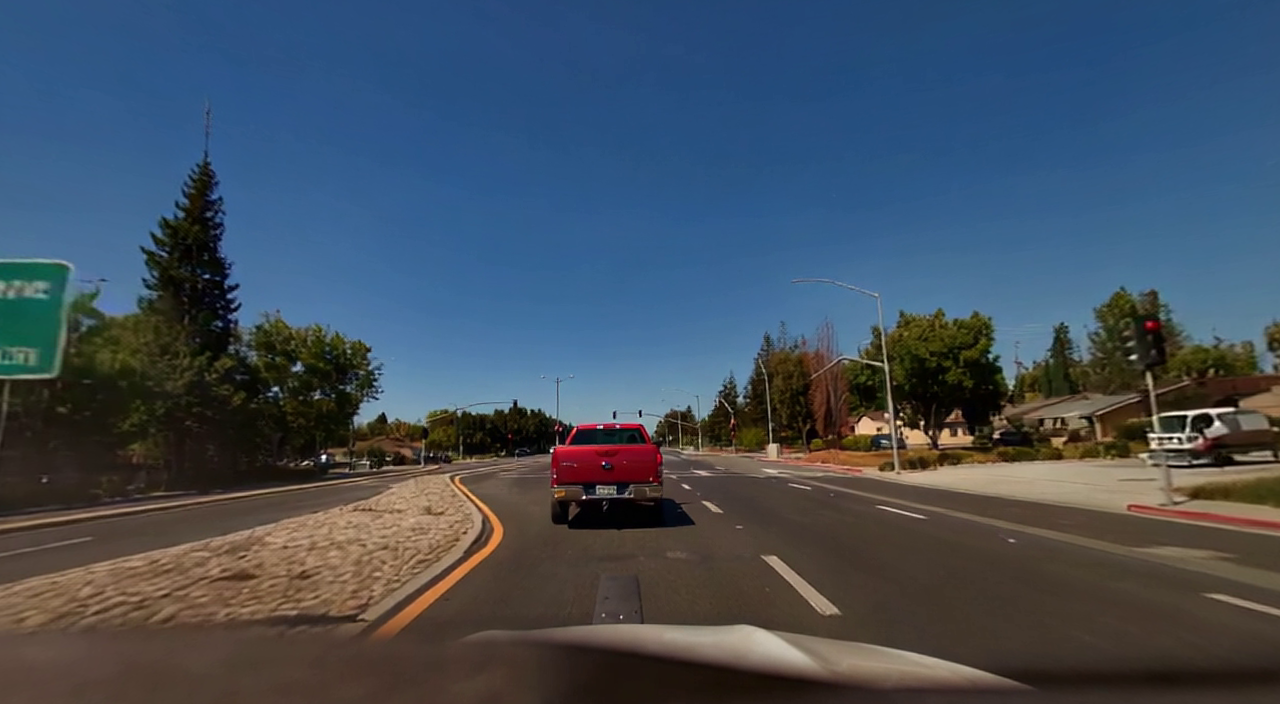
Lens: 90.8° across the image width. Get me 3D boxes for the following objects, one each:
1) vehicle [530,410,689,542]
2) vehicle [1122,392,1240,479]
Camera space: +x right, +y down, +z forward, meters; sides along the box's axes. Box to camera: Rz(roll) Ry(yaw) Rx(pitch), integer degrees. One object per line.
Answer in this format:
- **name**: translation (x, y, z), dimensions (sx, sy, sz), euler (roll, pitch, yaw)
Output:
- **vehicle**: translation (-0.468, 2.033, 11.019), dimensions (2.145, 1.762, 4.731), euler (0, -8, -1)
- **vehicle**: translation (16.541, 2.569, 19.389), dimensions (1.862, 2.438, 1.649), euler (-1, -10, -14)
